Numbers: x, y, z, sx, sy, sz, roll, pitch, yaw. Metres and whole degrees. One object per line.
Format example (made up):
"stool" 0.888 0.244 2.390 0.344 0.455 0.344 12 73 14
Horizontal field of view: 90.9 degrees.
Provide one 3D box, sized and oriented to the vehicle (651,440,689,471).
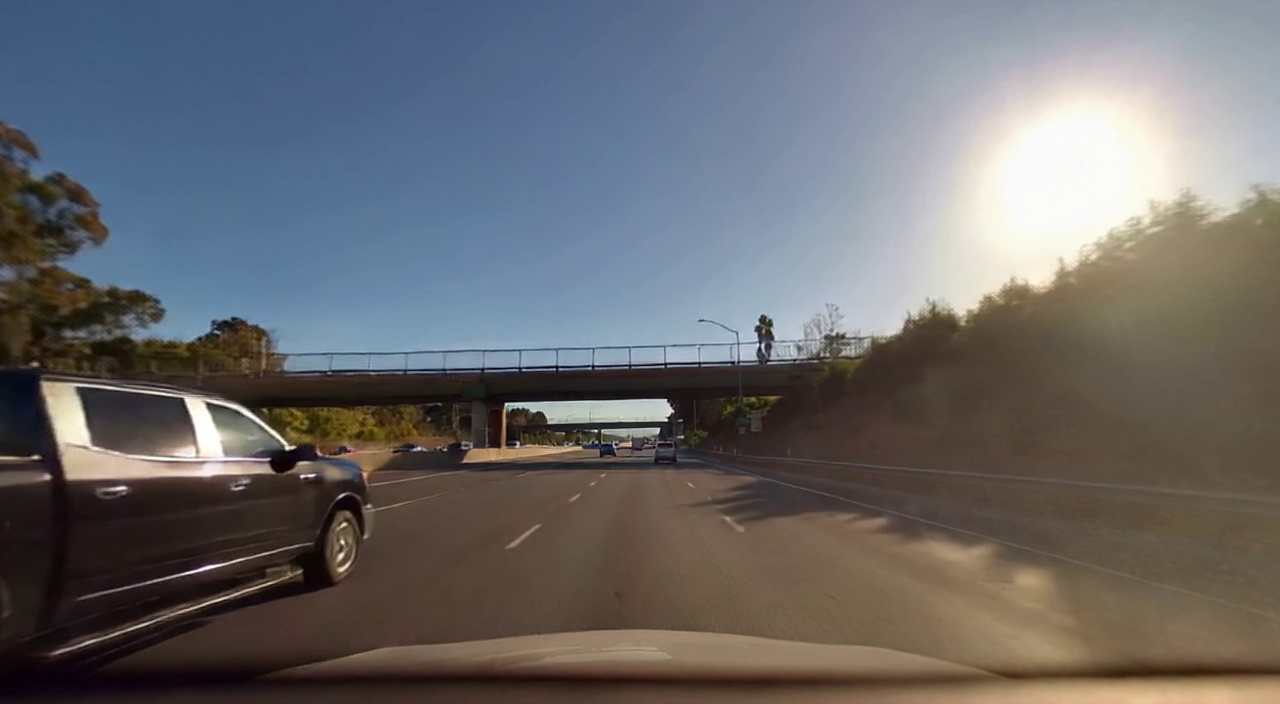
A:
"vehicle" 1.626 5.836 35.865 2.010 1.637 4.940 0 -8 1
